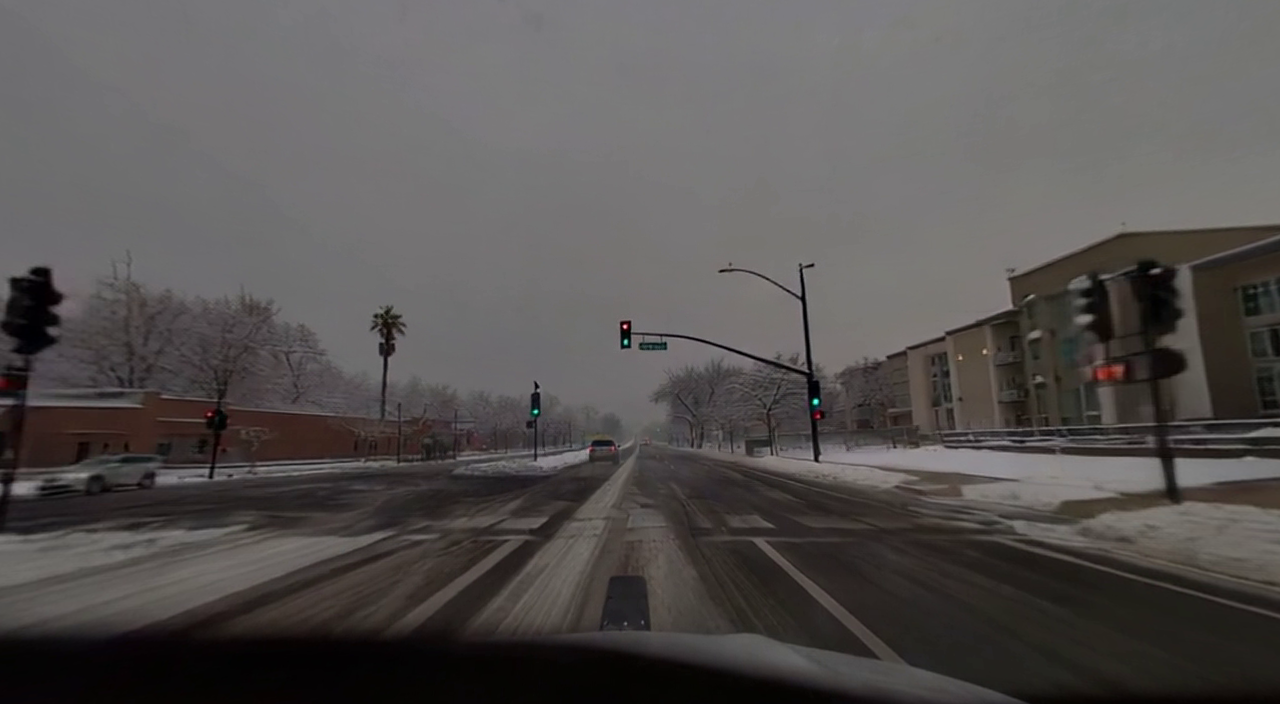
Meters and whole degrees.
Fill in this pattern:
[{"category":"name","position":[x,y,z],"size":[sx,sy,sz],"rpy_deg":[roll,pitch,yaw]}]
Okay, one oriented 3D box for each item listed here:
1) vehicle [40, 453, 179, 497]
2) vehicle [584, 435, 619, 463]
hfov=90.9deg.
[{"category":"vehicle","position":[-24.241,5.572,28.948],"size":[1.988,1.717,4.403],"rpy_deg":[-7,-11,37]},{"category":"vehicle","position":[-2.477,6.426,41.841],"size":[2.011,1.756,4.478],"rpy_deg":[0,-8,0]}]
